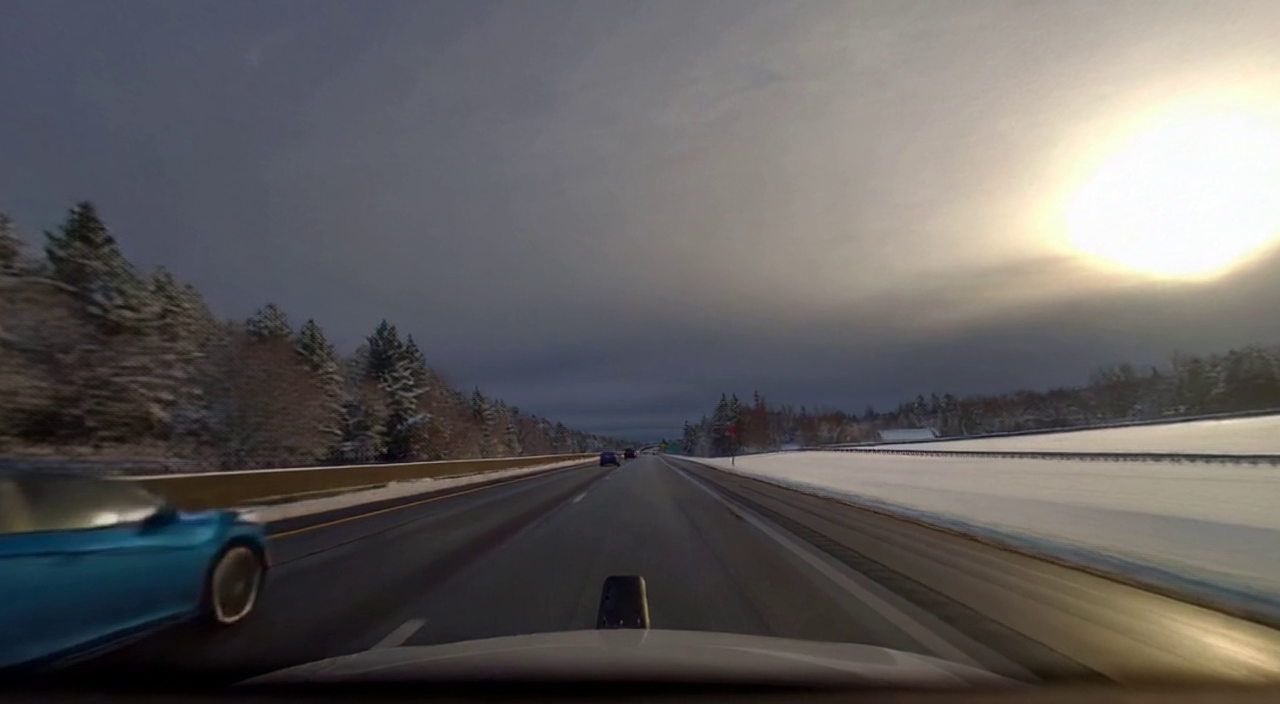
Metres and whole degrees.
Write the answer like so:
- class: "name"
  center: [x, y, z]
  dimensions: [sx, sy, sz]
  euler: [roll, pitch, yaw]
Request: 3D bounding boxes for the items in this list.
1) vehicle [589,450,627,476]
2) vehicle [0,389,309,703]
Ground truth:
- class: "vehicle"
  center: [-1.877, 6.707, 38.350]
  dimensions: [1.917, 1.450, 3.997]
  euler: [0, -9, 2]
- class: "vehicle"
  center: [-3.549, 0.970, 2.646]
  dimensions: [2.088, 1.586, 4.000]
  euler: [0, -9, 0]
